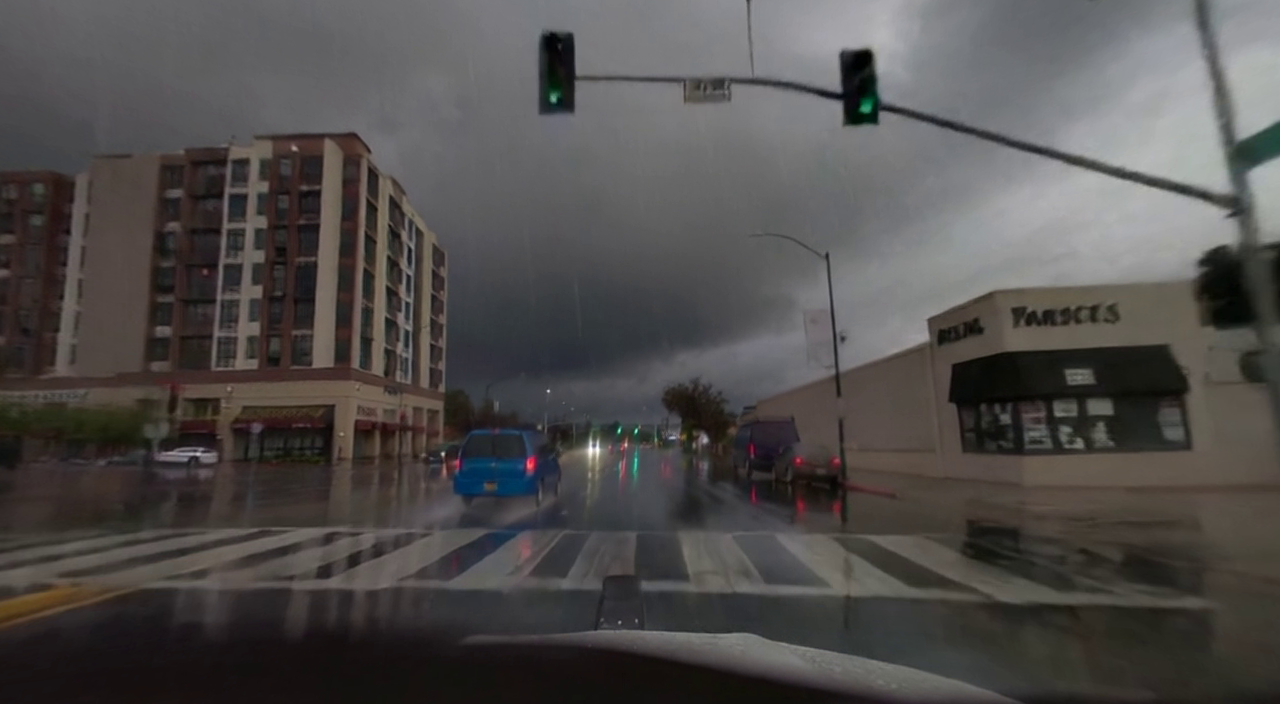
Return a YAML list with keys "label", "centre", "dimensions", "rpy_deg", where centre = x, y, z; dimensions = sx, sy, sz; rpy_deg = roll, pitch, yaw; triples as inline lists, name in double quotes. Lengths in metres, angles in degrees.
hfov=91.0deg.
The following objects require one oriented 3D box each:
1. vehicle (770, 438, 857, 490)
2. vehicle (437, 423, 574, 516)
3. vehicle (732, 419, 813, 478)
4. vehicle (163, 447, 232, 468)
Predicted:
- label: "vehicle"
  centre: [6.437, 4.192, 23.948]
  dimensions: [1.942, 1.753, 4.912]
  rpy_deg: [0, -8, 0]
- label: "vehicle"
  centre: [-2.725, 2.491, 13.761]
  dimensions: [2.080, 1.722, 3.766]
  rpy_deg: [0, -9, 1]
- label: "vehicle"
  centre: [6.261, 4.708, 30.789]
  dimensions: [2.642, 2.582, 6.157]
  rpy_deg: [0, -9, 0]
- label: "vehicle"
  centre: [-33.533, 7.983, 47.895]
  dimensions: [1.794, 1.478, 4.992]
  rpy_deg: [0, -8, -2]
